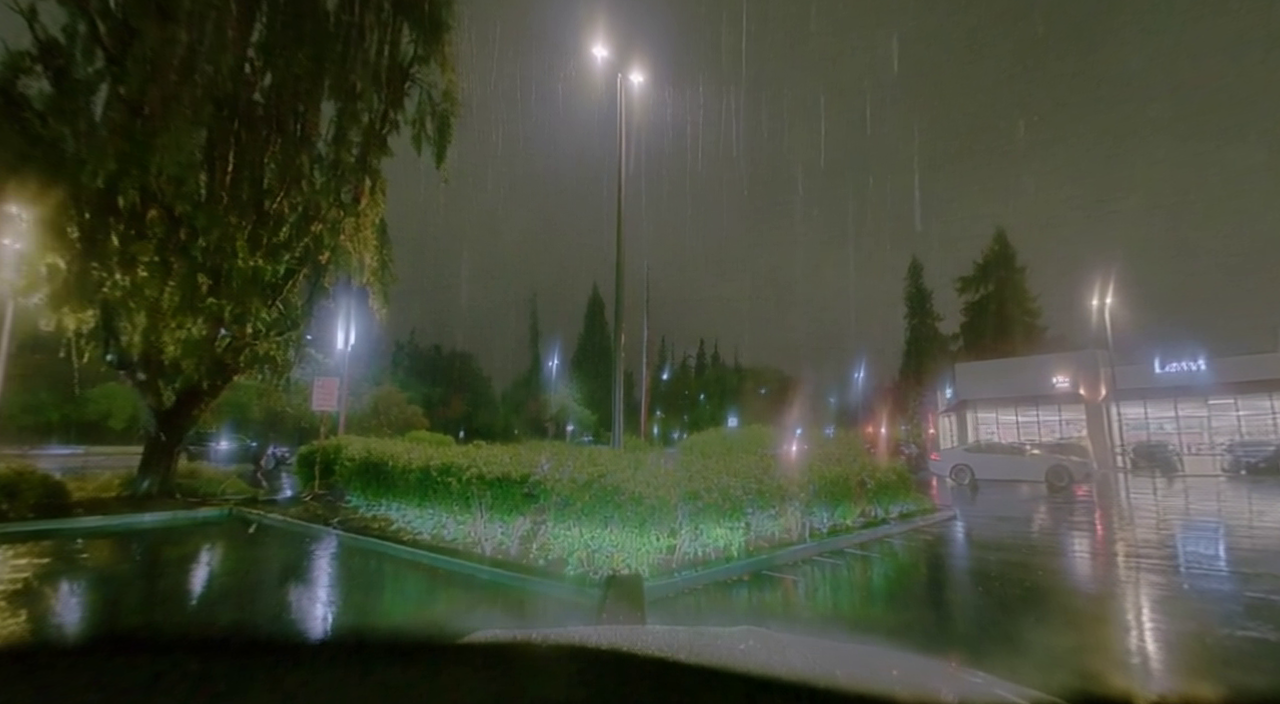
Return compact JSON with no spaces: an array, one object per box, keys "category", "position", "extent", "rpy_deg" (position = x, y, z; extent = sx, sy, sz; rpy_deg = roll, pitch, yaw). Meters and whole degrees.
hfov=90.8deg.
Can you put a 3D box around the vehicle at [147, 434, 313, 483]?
[{"category":"vehicle","position":[-15.192,3.918,23.636],"extent":[1.921,1.632,4.752],"rpy_deg":[-8,-11,42]}]

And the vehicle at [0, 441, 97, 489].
[{"category":"vehicle","position":[-19.414,3.447,19.245],"extent":[1.790,1.396,4.000],"rpy_deg":[-10,-13,40]}]

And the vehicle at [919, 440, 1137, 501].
[{"category":"vehicle","position":[10.640,3.217,17.607],"extent":[4.772,1.441,1.976],"rpy_deg":[-8,-12,42]}]

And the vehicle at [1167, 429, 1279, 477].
[{"category":"vehicle","position":[23.442,3.813,24.005],"extent":[4.939,1.664,2.055],"rpy_deg":[-10,-10,42]}]
